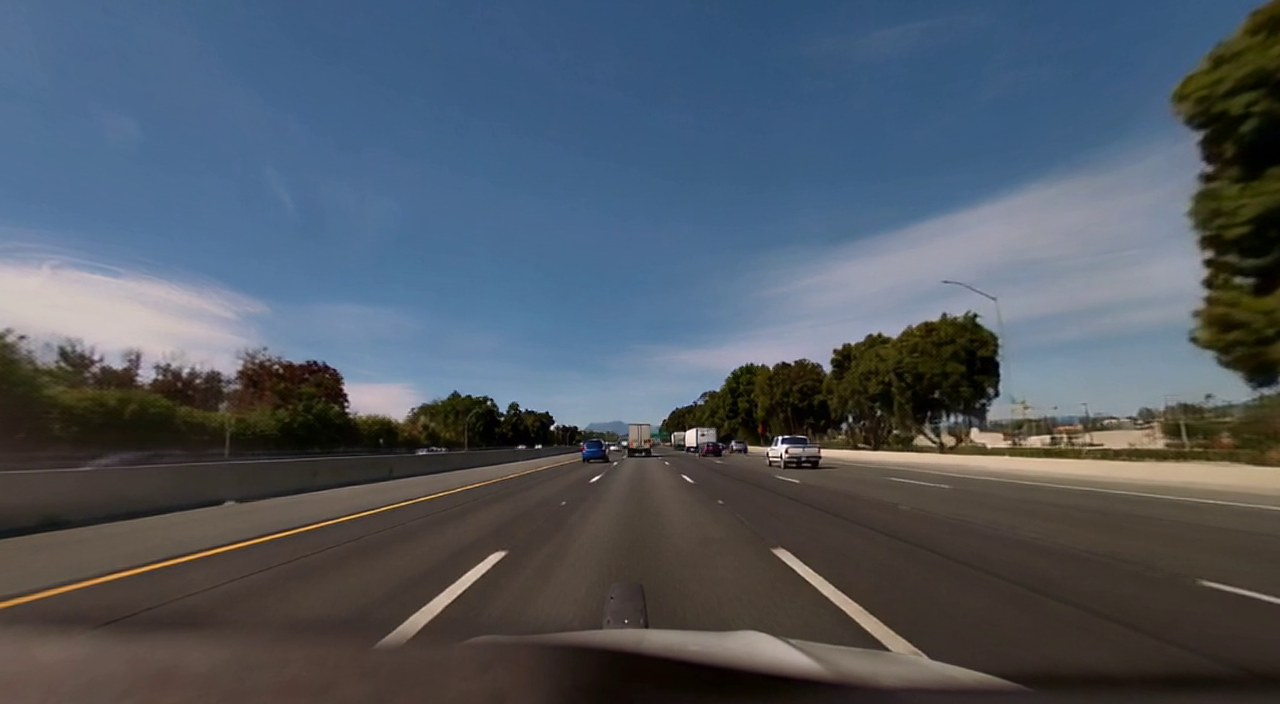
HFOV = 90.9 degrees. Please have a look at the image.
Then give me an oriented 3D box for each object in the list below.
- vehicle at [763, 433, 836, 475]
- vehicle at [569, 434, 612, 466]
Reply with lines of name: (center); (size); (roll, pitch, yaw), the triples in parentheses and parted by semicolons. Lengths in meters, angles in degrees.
vehicle: (7.026, 4.539, 28.264); (2.063, 1.706, 4.259); (0, -8, -1)
vehicle: (-3.266, 6.589, 42.540); (2.453, 1.952, 5.320); (0, -8, 0)
